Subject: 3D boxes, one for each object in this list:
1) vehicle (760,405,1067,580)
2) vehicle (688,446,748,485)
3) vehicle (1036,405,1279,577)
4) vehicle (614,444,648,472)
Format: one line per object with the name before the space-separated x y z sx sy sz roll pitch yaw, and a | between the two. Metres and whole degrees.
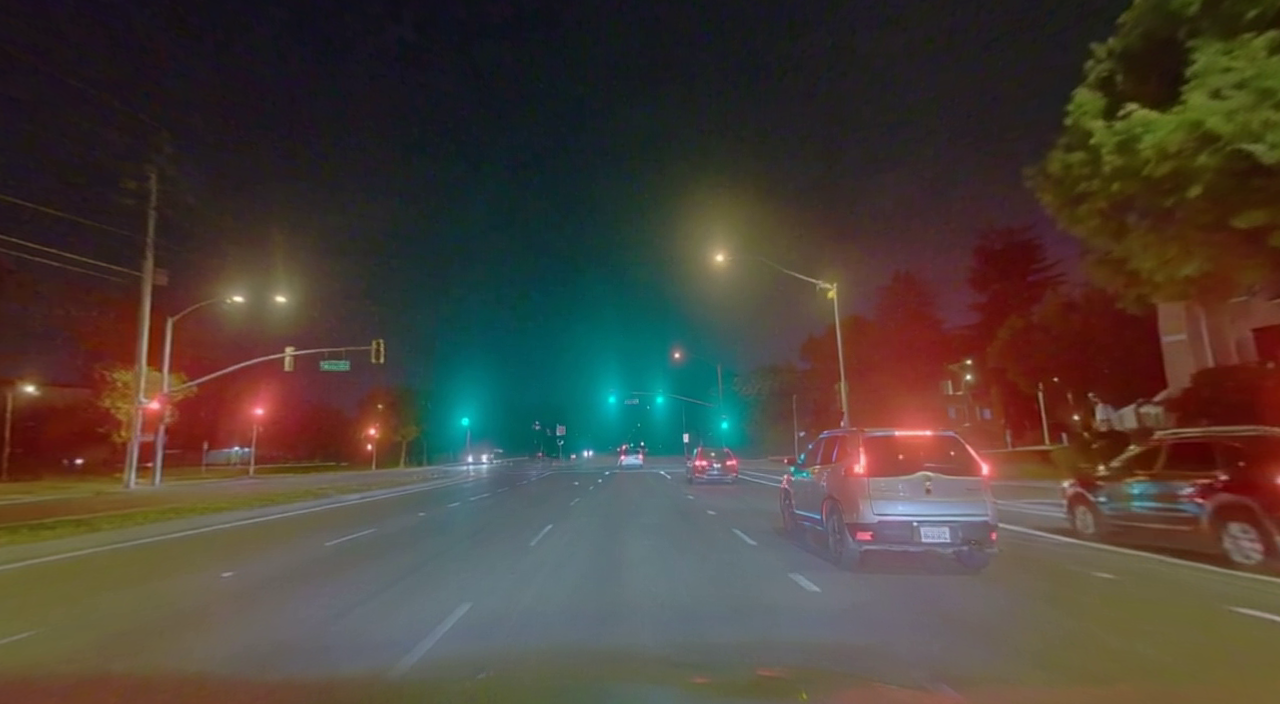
vehicle | 3.238 1.783 8.790 2.129 1.761 4.610 0 -9 -1
vehicle | 3.115 4.615 26.011 1.889 1.451 4.180 0 -9 -1
vehicle | 7.621 1.652 7.964 2.172 1.745 4.608 0 -9 0
vehicle | -0.646 6.952 41.494 2.146 1.685 4.003 0 -9 -2
